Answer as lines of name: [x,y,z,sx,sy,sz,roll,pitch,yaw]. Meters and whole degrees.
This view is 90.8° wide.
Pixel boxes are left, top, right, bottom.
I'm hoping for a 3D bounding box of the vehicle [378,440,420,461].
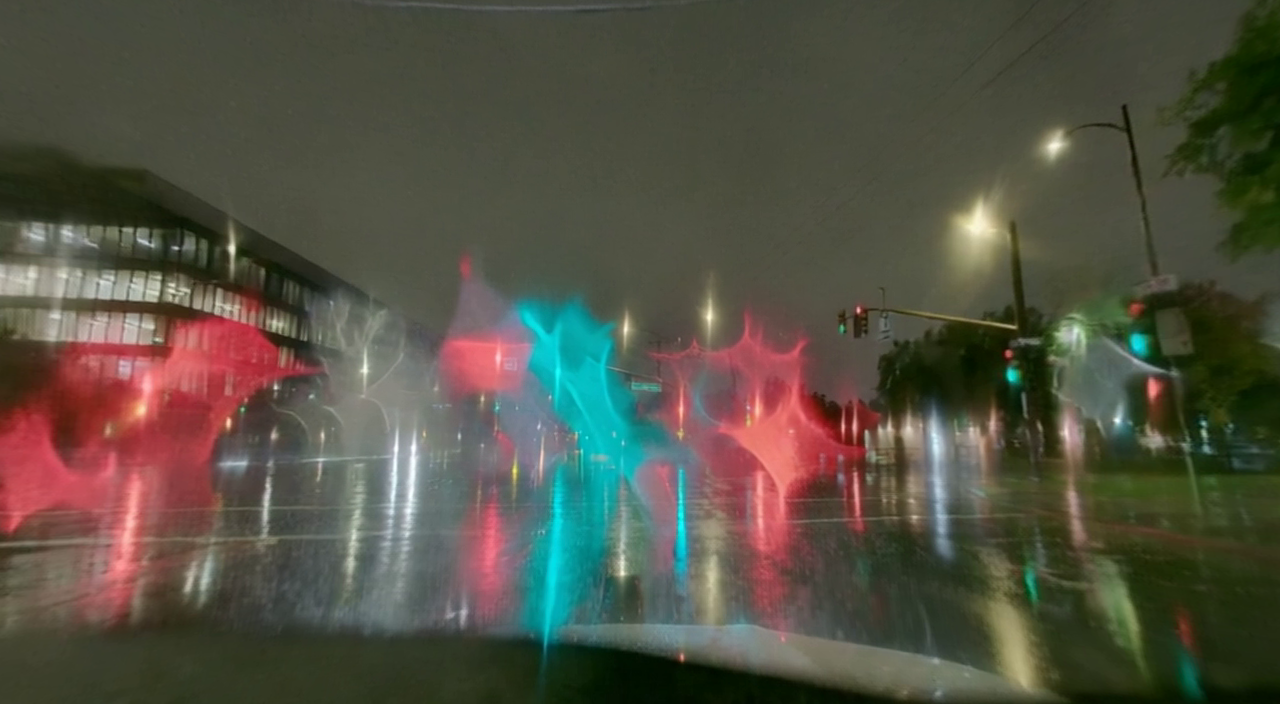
vehicle: [-17.420,7.137,45.868,1.969,1.464,4.485,1,-9,-10]
